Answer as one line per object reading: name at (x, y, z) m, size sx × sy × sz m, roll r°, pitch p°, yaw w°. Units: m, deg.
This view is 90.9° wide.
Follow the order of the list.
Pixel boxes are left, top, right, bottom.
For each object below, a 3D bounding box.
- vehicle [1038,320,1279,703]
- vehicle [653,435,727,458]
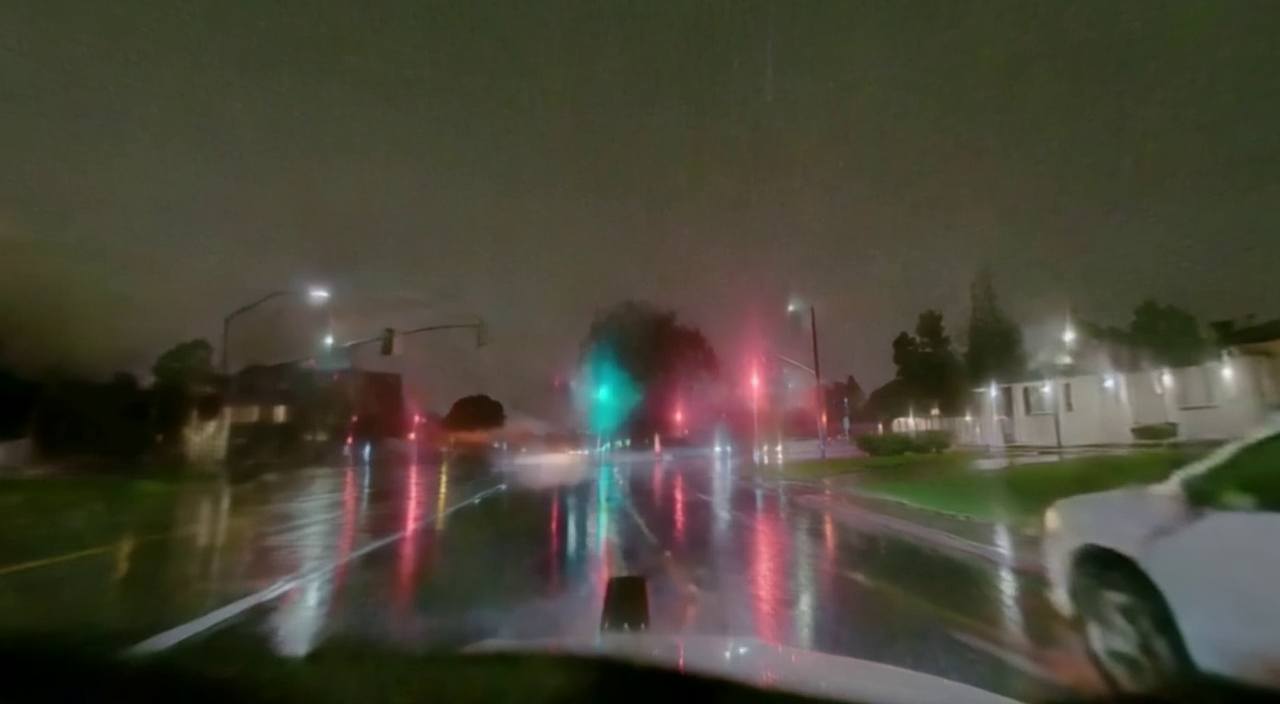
vehicle at (3.844, 0.684, 1.892) m, size 2.170 × 1.869 × 4.594 m, roll 0°, pitch -9°, yaw -1°
vehicle at (3.291, 6.331, 42.202) m, size 4.759 × 1.461 × 1.788 m, roll 0°, pitch -9°, yaw -3°
